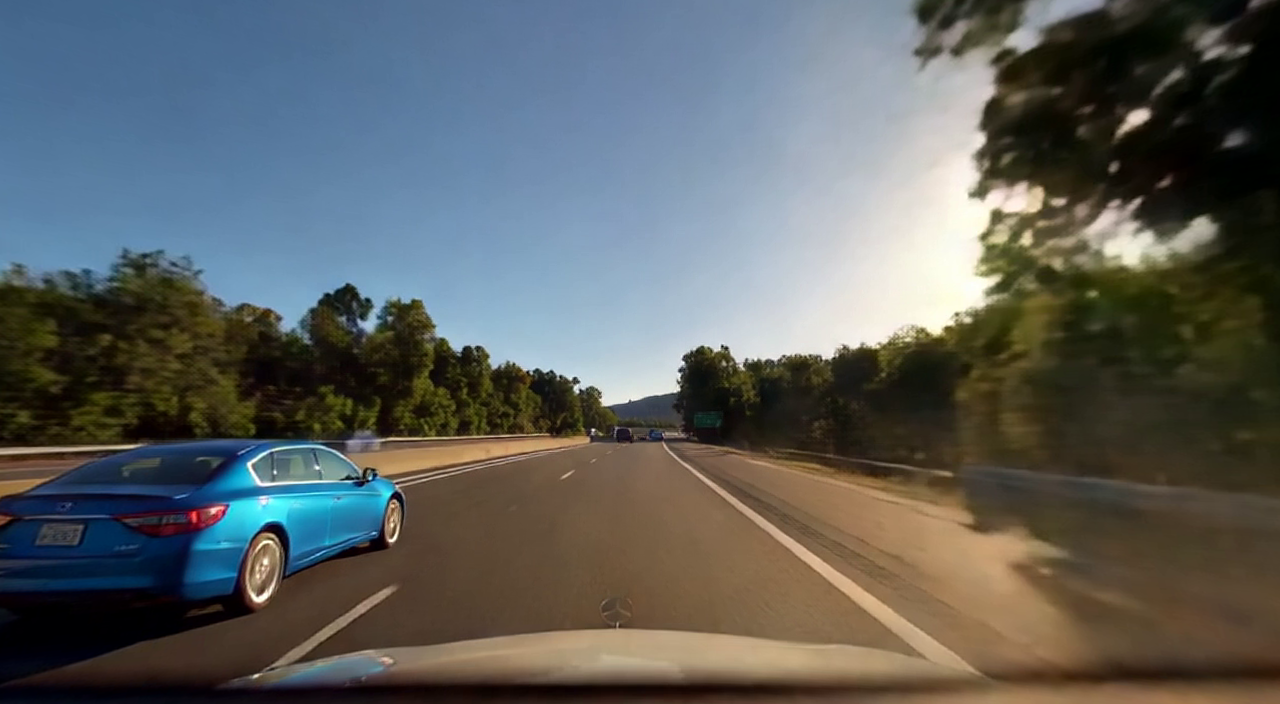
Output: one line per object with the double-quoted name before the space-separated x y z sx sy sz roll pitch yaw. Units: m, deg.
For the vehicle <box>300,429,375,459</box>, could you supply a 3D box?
"vehicle" -16.009 4.878 33.630 1.864 1.504 4.253 0 -7 0
